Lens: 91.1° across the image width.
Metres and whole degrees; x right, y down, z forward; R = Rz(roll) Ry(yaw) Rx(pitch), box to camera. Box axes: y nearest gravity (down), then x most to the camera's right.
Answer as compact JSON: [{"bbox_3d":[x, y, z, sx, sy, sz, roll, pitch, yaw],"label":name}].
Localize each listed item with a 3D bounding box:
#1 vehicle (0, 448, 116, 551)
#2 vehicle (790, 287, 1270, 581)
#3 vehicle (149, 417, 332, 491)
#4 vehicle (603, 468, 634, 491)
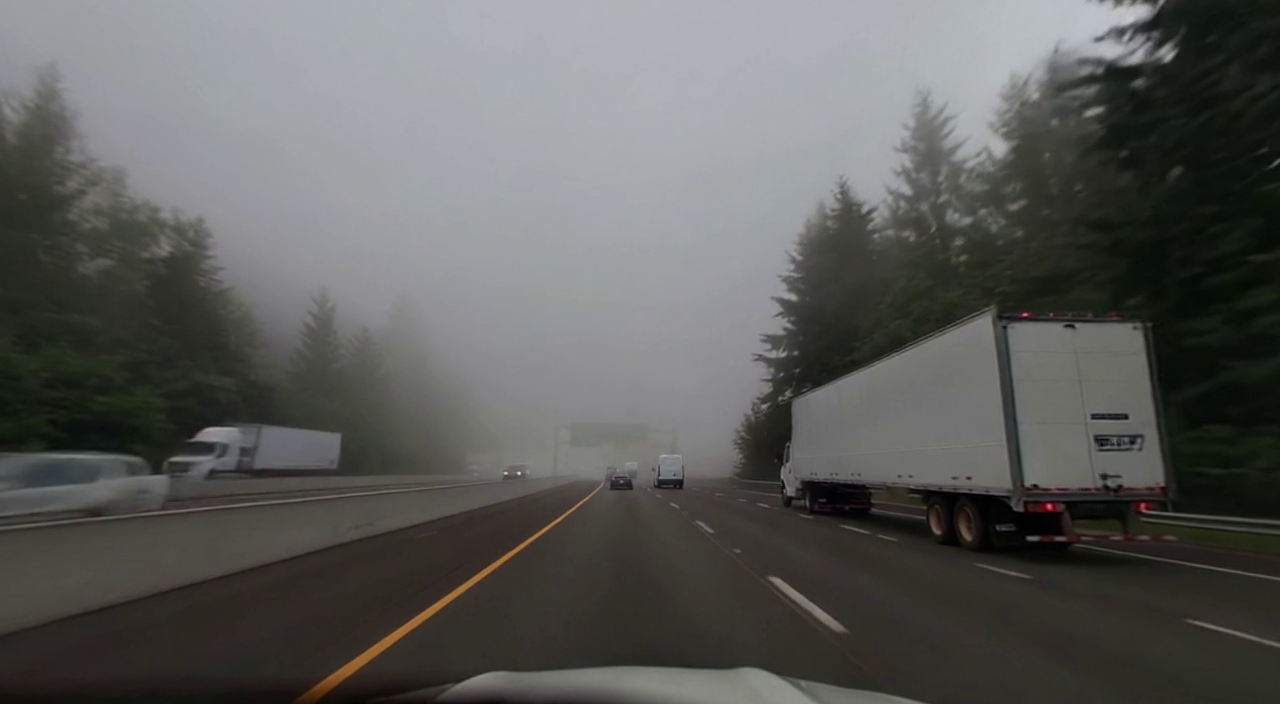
[{"bbox_3d":[-10.572,2.101,8.913,2.184,1.496,4.687,1,-10,0],"label":"vehicle"},{"bbox_3d":[7.078,2.374,15.966,2.866,4.102,14.351,1,-10,-1],"label":"vehicle"},{"bbox_3d":[-22.729,6.172,37.213,2.830,3.591,12.563,1,-10,-1],"label":"vehicle"},{"bbox_3d":[-1.569,9.129,45.116,2.106,1.524,4.381,1,-10,-2],"label":"vehicle"}]
